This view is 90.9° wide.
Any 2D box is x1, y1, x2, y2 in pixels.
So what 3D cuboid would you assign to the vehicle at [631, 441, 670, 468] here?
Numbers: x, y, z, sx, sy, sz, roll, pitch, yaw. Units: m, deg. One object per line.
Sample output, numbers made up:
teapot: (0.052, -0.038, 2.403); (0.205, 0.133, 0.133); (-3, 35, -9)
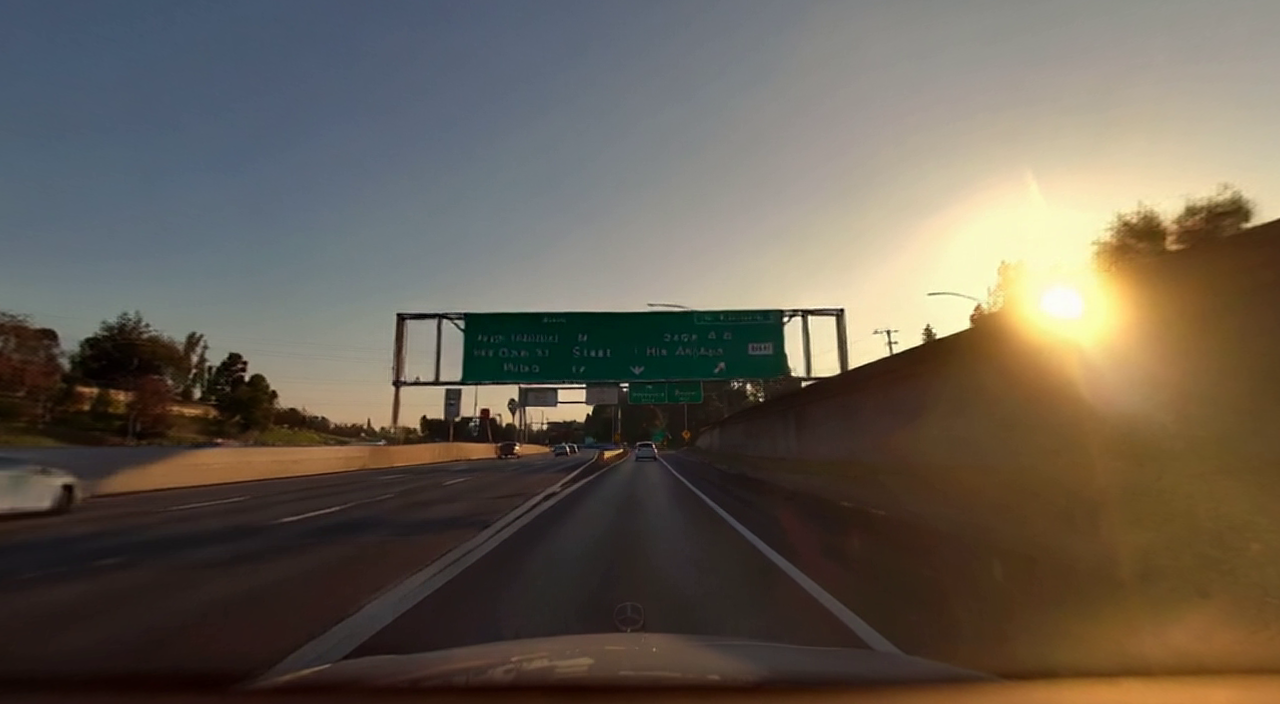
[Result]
vehicle: (0.526, 5.918, 36.593); (2.137, 1.461, 3.999); (0, -8, -1)
